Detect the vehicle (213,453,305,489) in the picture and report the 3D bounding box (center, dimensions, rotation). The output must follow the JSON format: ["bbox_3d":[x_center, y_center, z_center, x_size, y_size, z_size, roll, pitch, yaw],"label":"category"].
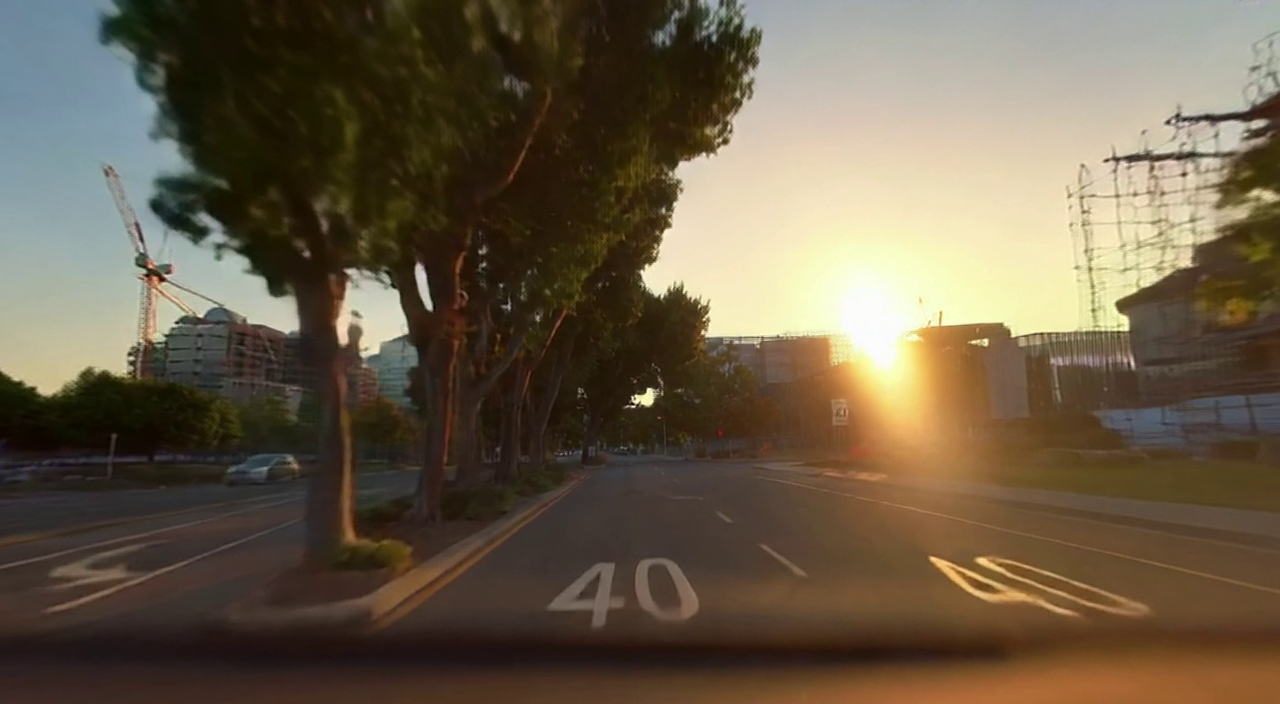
[{"bbox_3d":[-18.420,5.757,30.822,1.877,1.557,4.423,0,-9,-3],"label":"vehicle"}]
